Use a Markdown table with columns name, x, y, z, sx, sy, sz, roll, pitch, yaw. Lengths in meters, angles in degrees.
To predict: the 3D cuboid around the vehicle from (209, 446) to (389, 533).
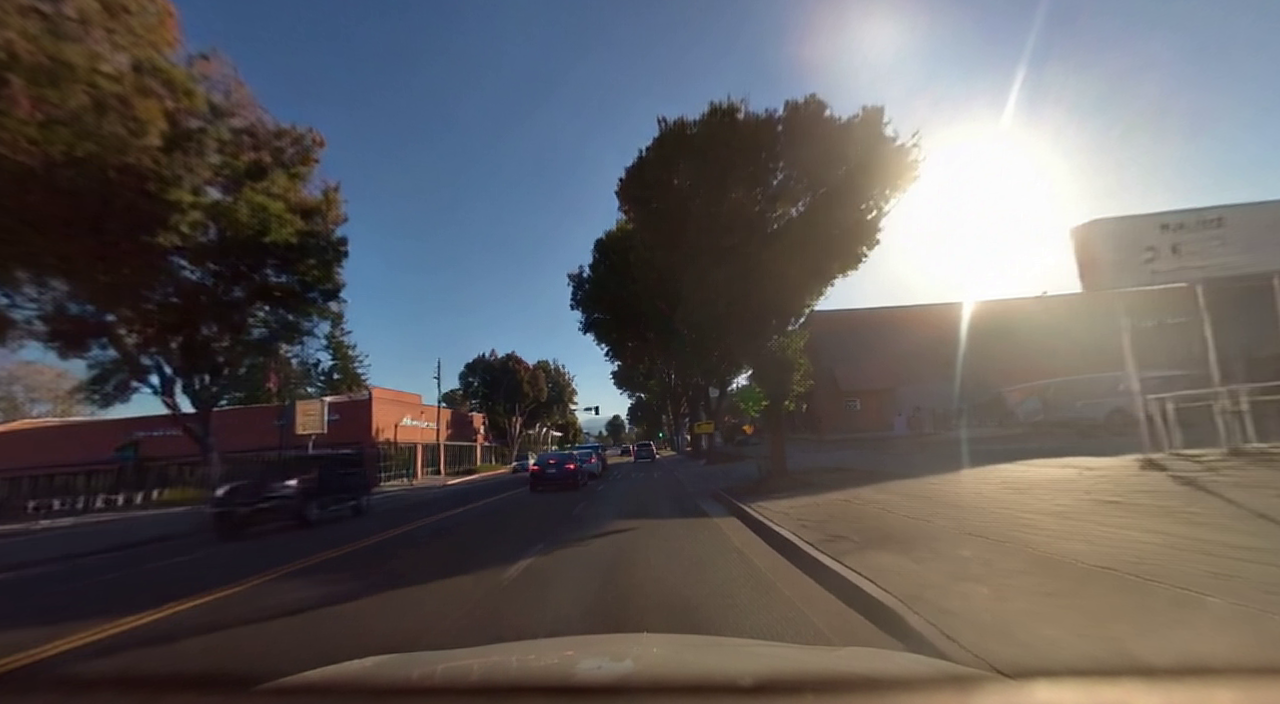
| name | x | y | z | sx | sy | sz | roll | pitch | yaw |
| --- | --- | --- | --- | --- | --- | --- | --- | --- | --- |
| vehicle | -8.507 | 3.391 | 16.354 | 1.995 | 1.880 | 4.703 | 0 | -8 | 0 |

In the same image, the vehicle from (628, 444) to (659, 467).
| name | x | y | z | sx | sy | sz | roll | pitch | yaw |
| --- | --- | --- | --- | --- | --- | --- | --- | --- | --- |
| vehicle | 0.178 | 6.977 | 42.806 | 2.020 | 1.478 | 3.922 | 0 | -8 | -1 |

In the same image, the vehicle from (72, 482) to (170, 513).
| name | x | y | z | sx | sy | sz | roll | pitch | yaw |
| --- | --- | --- | --- | --- | --- | --- | --- | --- | --- |
| vehicle | -34.634 | 9.731 | 42.141 | 4.558 | 1.819 | 2.094 | 1 | -10 | 0 |

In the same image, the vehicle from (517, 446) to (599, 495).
| name | x | y | z | sx | sy | sz | roll | pitch | yaw |
| --- | --- | --- | --- | --- | --- | --- | --- | --- | --- |
| vehicle | -2.567 | 3.839 | 20.948 | 2.099 | 1.424 | 4.609 | 0 | -8 | 0 |
